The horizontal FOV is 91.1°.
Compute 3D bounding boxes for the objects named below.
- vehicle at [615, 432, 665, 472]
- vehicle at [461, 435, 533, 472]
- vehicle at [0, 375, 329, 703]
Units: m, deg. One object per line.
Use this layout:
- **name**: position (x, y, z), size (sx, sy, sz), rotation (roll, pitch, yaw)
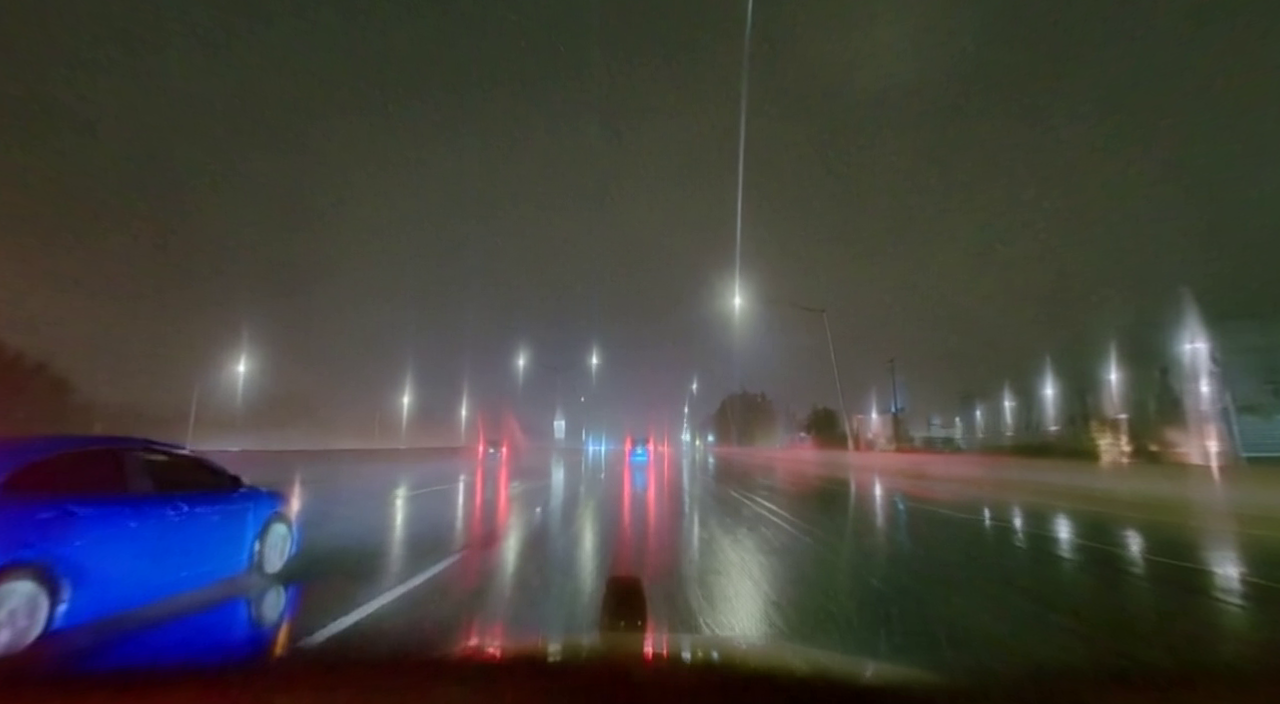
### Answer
- **vehicle**: position (0.056, 4.638, 29.182), size (2.155, 1.690, 4.318), rotation (0, -8, 2)
- **vehicle**: position (-6.457, 4.634, 28.947), size (1.994, 1.519, 4.668), rotation (0, -8, 3)
- **vehicle**: position (-4.179, 1.025, 3.808), size (2.124, 1.607, 4.531), rotation (0, -8, 2)
